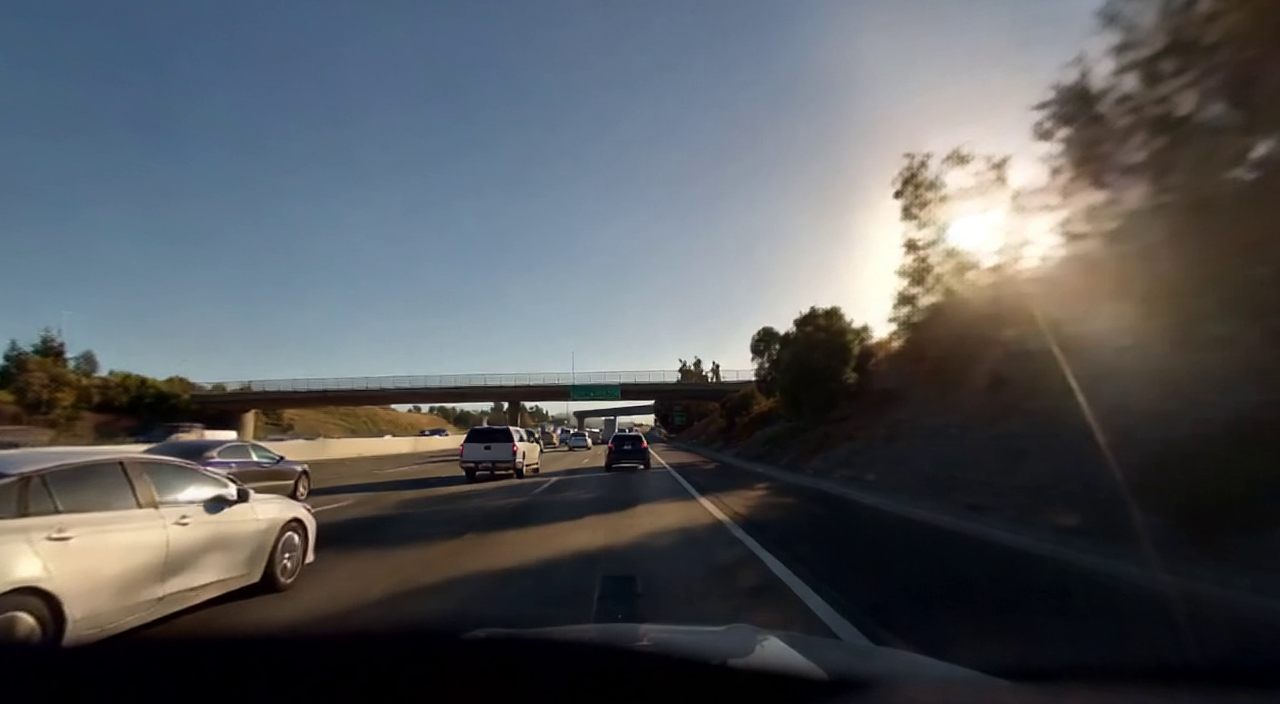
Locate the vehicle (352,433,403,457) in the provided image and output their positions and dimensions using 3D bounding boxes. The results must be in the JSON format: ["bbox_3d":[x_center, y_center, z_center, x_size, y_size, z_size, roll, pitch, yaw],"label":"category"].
[{"bbox_3d":[-20.168,7.156,48.514,2.039,1.717,4.349,0,-8,0],"label":"vehicle"}]

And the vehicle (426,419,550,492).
[{"bbox_3d":[-3.868,2.717,16.961,2.154,1.690,4.595,0,-8,1],"label":"vehicle"}]

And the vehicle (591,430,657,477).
[{"bbox_3d":[-0.535,3.440,21.589,2.070,1.452,3.834,0,-8,-1],"label":"vehicle"}]

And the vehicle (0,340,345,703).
[{"bbox_3d":[-3.854,0.947,3.757,2.107,1.703,4.274,0,-8,0],"label":"vehicle"}]
